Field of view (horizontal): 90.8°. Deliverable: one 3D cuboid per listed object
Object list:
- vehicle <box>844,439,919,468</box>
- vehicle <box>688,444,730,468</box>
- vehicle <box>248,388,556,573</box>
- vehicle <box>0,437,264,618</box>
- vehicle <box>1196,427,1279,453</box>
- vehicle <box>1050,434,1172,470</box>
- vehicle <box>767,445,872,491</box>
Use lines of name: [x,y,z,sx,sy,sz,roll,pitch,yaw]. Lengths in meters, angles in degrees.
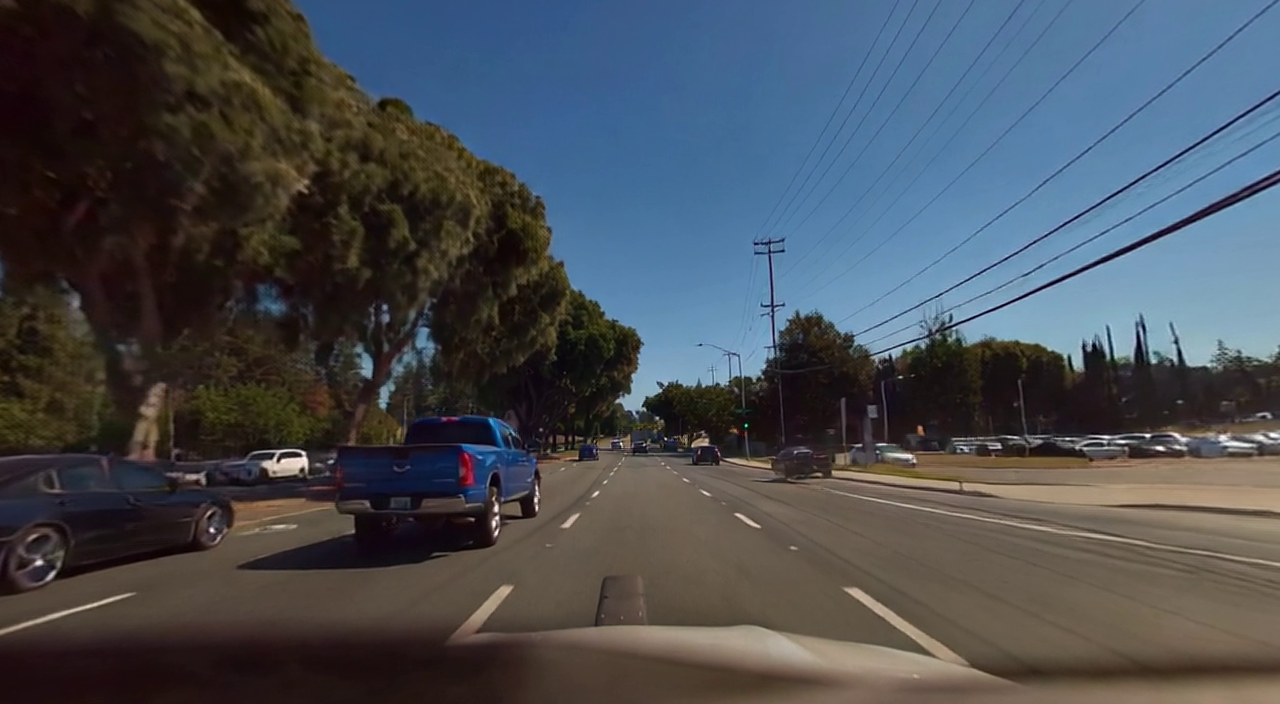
vehicle: [17.193,7.307,45.412,2.267,1.925,5.964,1,-9,-9]
vehicle: [4.517,6.895,42.006,2.071,1.435,4.226,0,-9,-4]
vehicle: [-2.999,1.876,10.007,2.467,1.991,6.089,-1,-9,0]
vehicle: [-6.372,1.674,6.517,2.035,1.497,4.723,-1,-9,1]
vehicle: [38.216,5.591,40.068,4.628,1.574,2.349,3,-10,-20]
vehicle: [22.828,4.859,30.818,1.860,1.597,4.261,4,-10,-25]
vehicle: [6.230,4.069,22.529,1.840,1.428,4.602,1,-9,-8]
